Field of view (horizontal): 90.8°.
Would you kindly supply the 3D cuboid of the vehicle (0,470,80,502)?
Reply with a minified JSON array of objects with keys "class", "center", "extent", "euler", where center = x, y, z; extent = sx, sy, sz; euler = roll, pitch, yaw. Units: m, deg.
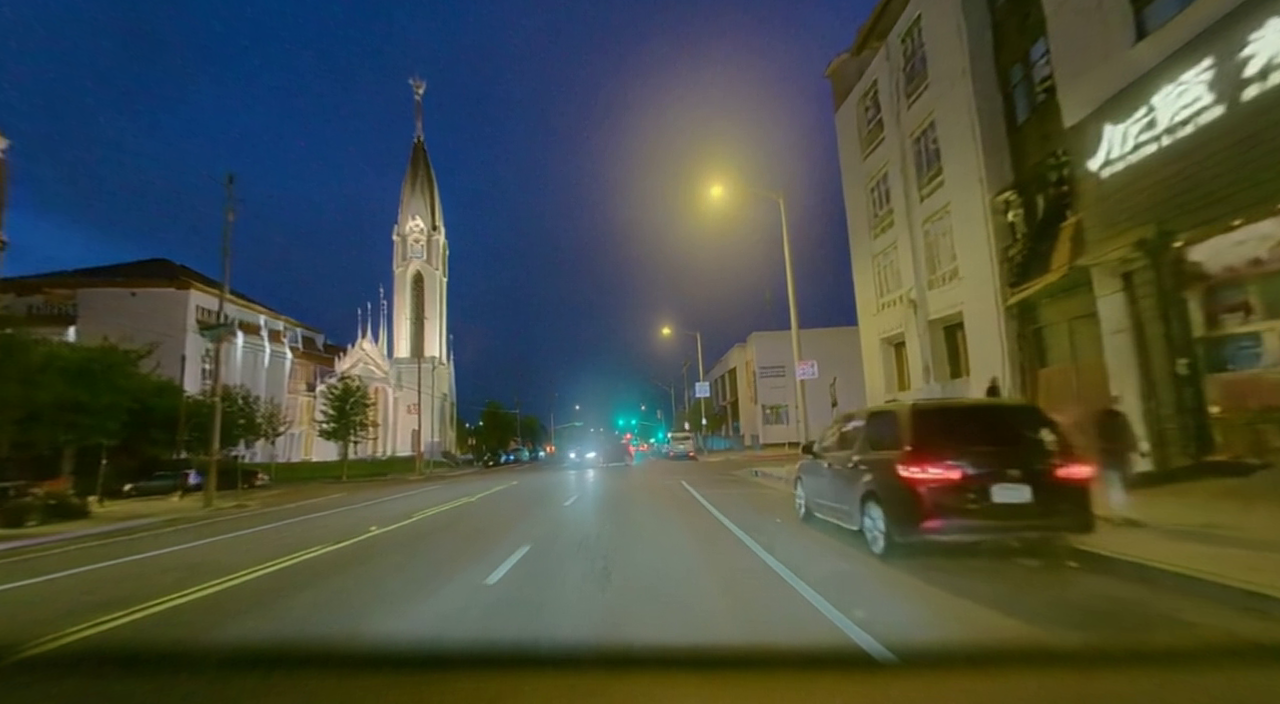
[{"class":"vehicle","center":[-43.525,9.622,45.439],"extent":[4.483,2.156,1.967],"euler":[0,-9,0]}]

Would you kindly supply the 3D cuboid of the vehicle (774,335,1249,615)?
[{"class":"vehicle","center":[3.315,1.288,7.521],"extent":[2.269,2.046,5.649],"euler":[0,-8,1]}]

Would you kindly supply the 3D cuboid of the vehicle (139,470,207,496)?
[{"class":"vehicle","center":[-33.475,9.365,45.314],"extent":[3.529,1.661,1.695],"euler":[0,-6,0]}]

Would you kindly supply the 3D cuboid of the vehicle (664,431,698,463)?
[{"class":"vehicle","center":[2.730,6.397,42.746],"extent":[2.074,2.041,5.045],"euler":[0,-8,1]}]

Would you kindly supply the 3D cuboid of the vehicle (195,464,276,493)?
[{"class":"vehicle","center":[-28.834,9.005,45.125],"extent":[4.439,1.661,2.071],"euler":[-2,-5,-4]}]

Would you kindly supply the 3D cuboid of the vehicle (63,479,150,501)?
[{"class":"vehicle","center":[-37.941,9.807,45.002],"extent":[4.533,1.449,1.771],"euler":[0,-9,-2]}]

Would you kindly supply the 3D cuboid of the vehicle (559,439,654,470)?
[{"class":"vehicle","center":[-1.642,5.149,31.972],"extent":[4.620,1.476,1.881],"euler":[7,-11,-40]}]
